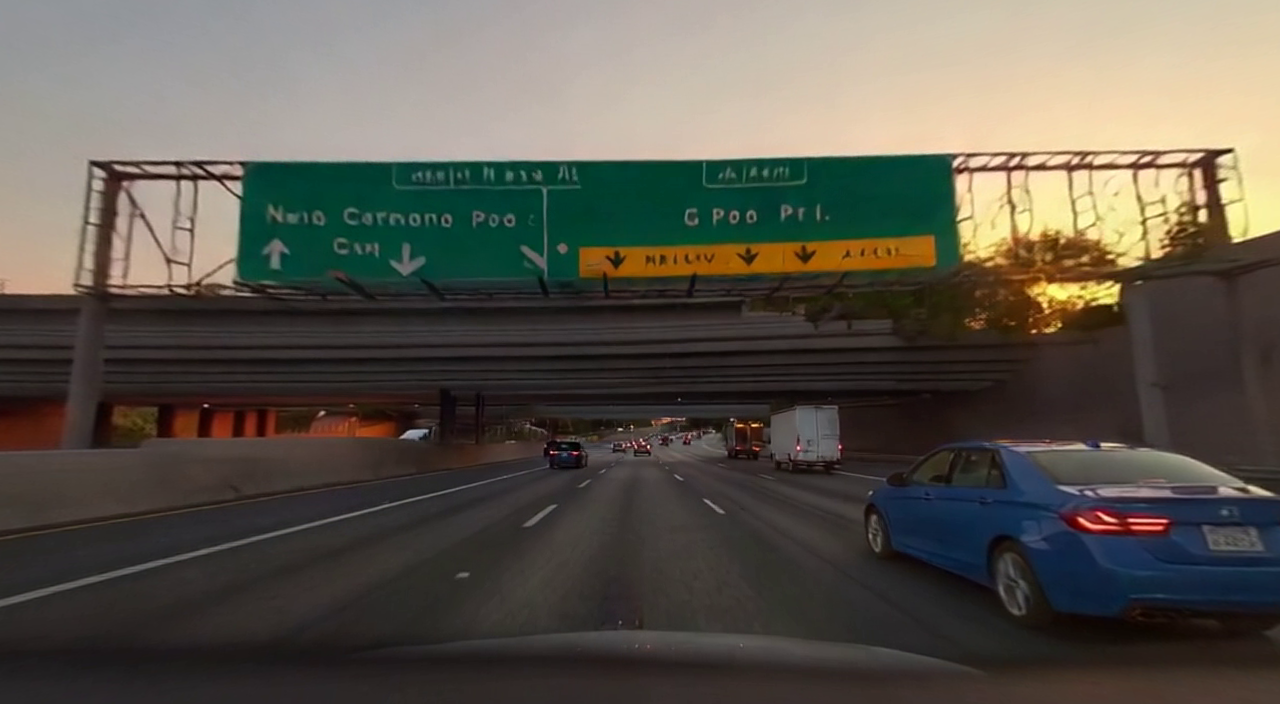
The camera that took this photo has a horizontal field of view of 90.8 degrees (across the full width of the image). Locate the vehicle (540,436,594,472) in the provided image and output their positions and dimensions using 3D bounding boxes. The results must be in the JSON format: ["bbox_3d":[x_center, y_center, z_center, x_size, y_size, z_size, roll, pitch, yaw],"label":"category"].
[{"bbox_3d":[-3.794,5.399,33.639,2.193,1.746,4.512,0,-8,1],"label":"vehicle"}]

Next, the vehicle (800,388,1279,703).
[{"bbox_3d":[3.008,1.289,5.069,2.107,1.550,4.949,0,-8,-1],"label":"vehicle"}]

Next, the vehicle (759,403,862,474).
[{"bbox_3d":[8.451,4.506,32.603,2.798,3.172,8.403,0,-9,-1],"label":"vehicle"}]
